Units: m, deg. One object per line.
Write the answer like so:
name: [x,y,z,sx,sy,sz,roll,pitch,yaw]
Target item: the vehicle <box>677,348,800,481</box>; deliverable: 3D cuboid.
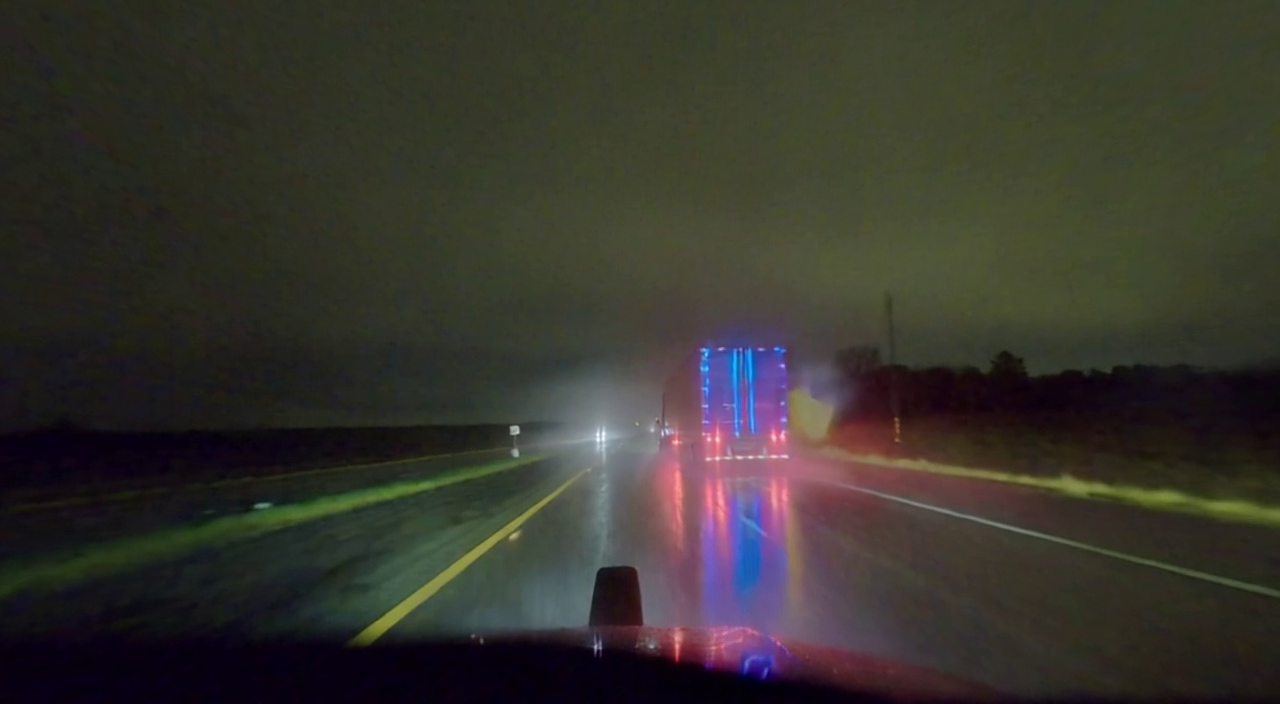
vehicle: [3.103,2.366,22.583,2.949,3.877,8.528,0,-8,0]
